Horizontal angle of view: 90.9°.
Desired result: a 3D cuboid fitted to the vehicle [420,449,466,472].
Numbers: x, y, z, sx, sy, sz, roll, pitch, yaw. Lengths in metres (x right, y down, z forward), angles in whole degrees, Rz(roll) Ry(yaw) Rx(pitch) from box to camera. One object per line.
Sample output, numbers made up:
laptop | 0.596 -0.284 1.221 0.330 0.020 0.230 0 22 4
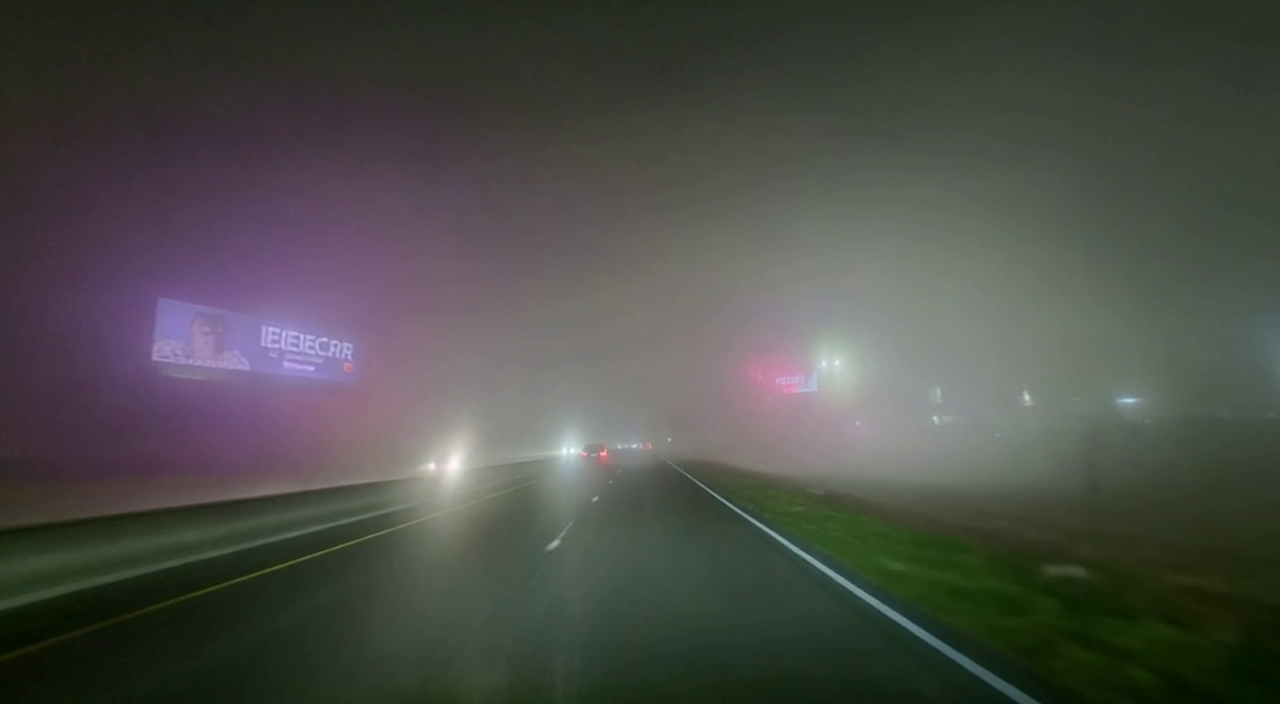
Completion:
vehicle | -13.082 7.182 42.050 1.799 1.442 3.664 0 -8 1

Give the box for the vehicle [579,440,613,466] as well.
vehicle | -3.227 7.573 47.347 2.159 1.793 5.027 -1 -8 1
